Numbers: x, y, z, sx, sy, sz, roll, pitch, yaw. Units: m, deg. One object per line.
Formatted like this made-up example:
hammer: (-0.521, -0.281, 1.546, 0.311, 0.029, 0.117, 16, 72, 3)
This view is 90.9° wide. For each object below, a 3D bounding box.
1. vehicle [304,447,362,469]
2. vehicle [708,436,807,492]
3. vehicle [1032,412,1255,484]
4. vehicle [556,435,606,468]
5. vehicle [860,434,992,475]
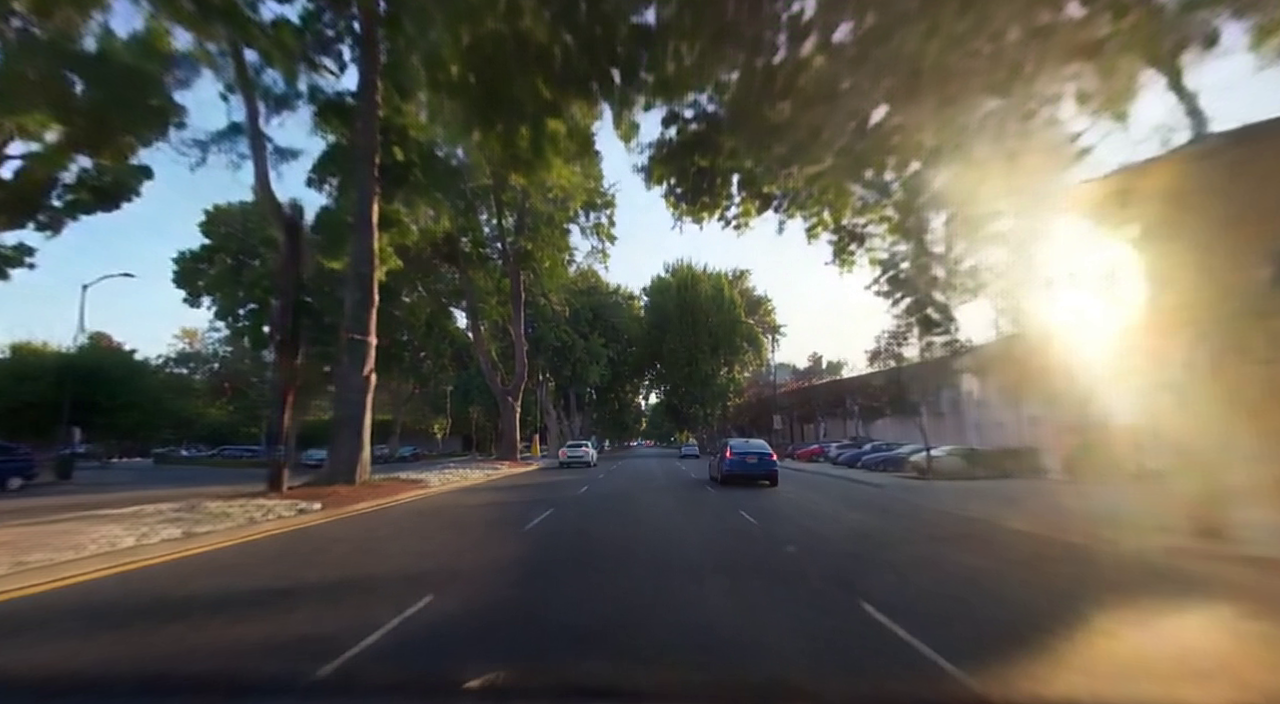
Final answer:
vehicle: (-21.530, 7.443, 44.379, 1.799, 1.465, 4.390, 0, -8, 2)
vehicle: (3.357, 3.296, 18.974, 2.083, 1.474, 4.360, 0, -8, -1)
vehicle: (16.731, 3.268, 21.550, 2.160, 2.093, 5.795, 1, -8, -10)
vehicle: (-3.022, 5.204, 33.193, 2.113, 1.626, 4.129, 0, -8, 2)
vehicle: (13.769, 4.934, 30.516, 5.342, 1.867, 2.147, 0, -8, -5)
